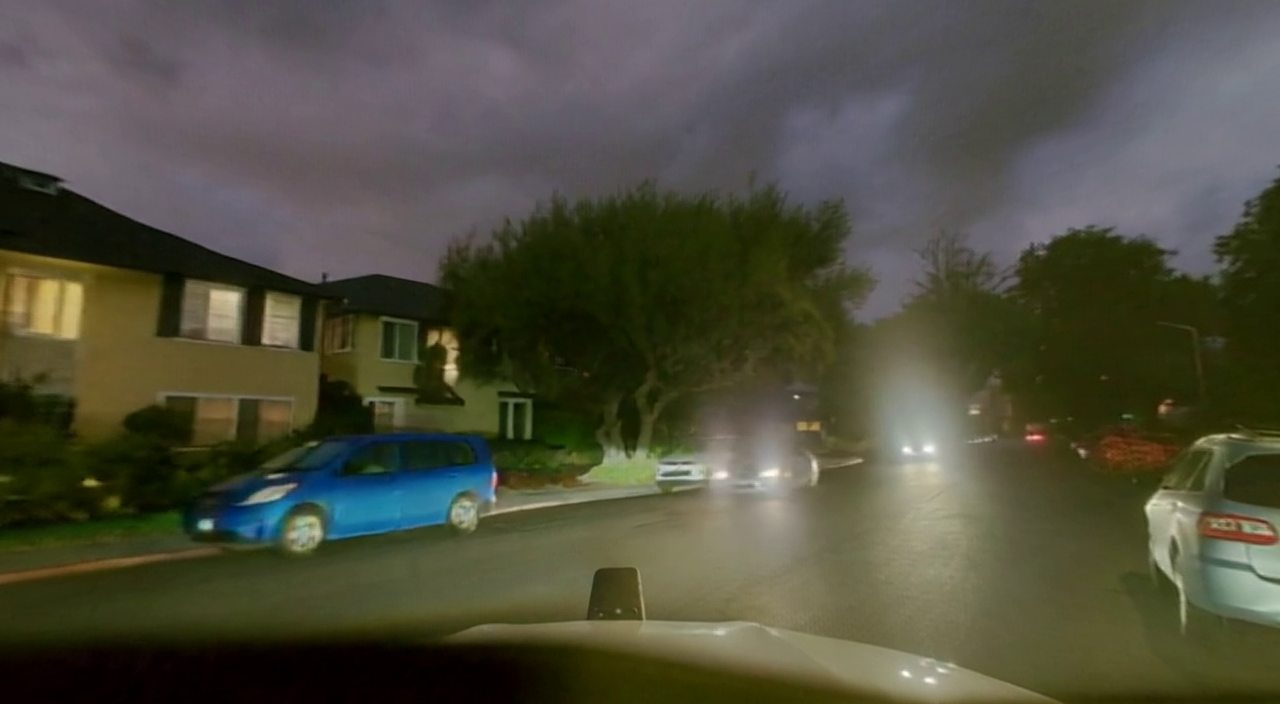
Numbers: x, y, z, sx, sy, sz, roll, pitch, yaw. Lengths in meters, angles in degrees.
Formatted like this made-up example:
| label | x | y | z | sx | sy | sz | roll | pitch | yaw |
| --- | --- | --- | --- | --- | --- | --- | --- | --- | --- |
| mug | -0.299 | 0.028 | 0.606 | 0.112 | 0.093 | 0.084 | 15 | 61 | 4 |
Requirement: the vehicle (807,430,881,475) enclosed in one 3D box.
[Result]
| label | x | y | z | sx | sy | sz | roll | pitch | yaw |
| --- | --- | --- | --- | --- | --- | --- | --- | --- | --- |
| vehicle | 8.175 | 3.953 | 25.052 | 1.734 | 1.549 | 3.465 | -10 | -11 | 33 |

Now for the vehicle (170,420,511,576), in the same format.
| label | x | y | z | sx | sy | sz | roll | pitch | yaw |
| --- | --- | --- | --- | --- | --- | --- | --- | --- | --- |
| vehicle | -3.603 | 1.664 | 8.178 | 1.798 | 1.507 | 3.513 | -4 | -8 | 32 |

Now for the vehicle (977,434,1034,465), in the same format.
| label | x | y | z | sx | sy | sz | roll | pitch | yaw |
| --- | --- | --- | --- | --- | --- | --- | --- | --- | --- |
| vehicle | 19.169 | 5.042 | 32.947 | 1.889 | 1.505 | 3.849 | -7 | -10 | 39 |

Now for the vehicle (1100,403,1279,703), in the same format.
| label | x | y | z | sx | sy | sz | roll | pitch | yaw |
| --- | --- | --- | --- | --- | --- | --- | --- | --- | --- |
| vehicle | 4.750 | 1.178 | 4.393 | 2.008 | 1.507 | 4.226 | -5 | -9 | 31 |

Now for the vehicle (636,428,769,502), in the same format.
| label | x | y | z | sx | sy | sz | roll | pitch | yaw |
| --- | --- | --- | --- | --- | --- | --- | --- | --- | --- |
| vehicle | 1.699 | 2.744 | 15.911 | 1.828 | 1.488 | 3.785 | -5 | -7 | 32 |

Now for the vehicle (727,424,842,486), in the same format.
| label | x | y | z | sx | sy | sz | roll | pitch | yaw |
| --- | --- | --- | --- | --- | --- | --- | --- | --- | --- |
| vehicle | 4.815 | 3.283 | 20.487 | 1.872 | 1.670 | 4.428 | -10 | -11 | 35 |

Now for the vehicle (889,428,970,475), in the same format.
| label | x | y | z | sx | sy | sz | roll | pitch | yaw |
| --- | --- | --- | --- | --- | --- | --- | --- | --- | --- |
| vehicle | 11.573 | 3.896 | 25.030 | 1.959 | 1.670 | 4.255 | -6 | -10 | 37 |
